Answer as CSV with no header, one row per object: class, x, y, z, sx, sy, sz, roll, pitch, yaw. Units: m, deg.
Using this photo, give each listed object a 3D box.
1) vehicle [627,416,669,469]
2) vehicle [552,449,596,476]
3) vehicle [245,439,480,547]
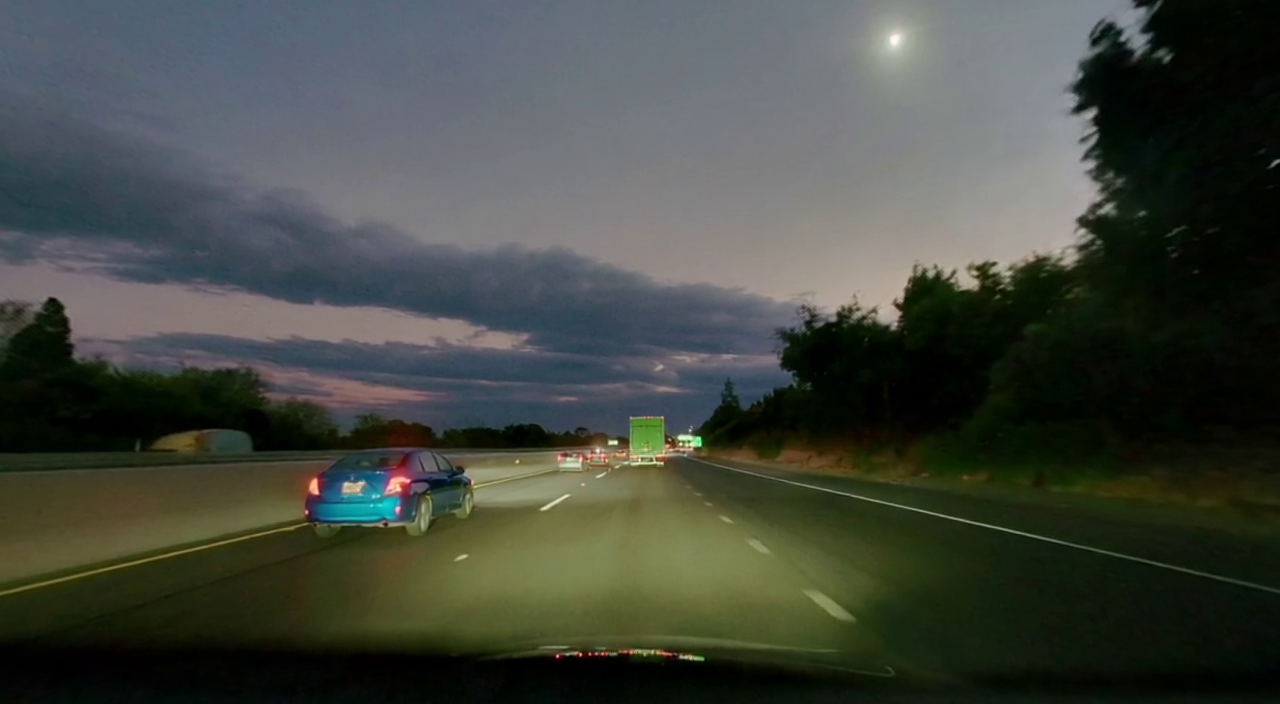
vehicle,0.547,6.921,47.881,2.893,3.628,9.081,0,-9,0
vehicle,-3.745,6.314,36.329,1.981,1.435,4.199,0,-9,1
vehicle,-4.387,2.288,10.917,2.010,1.461,4.391,0,-9,1
